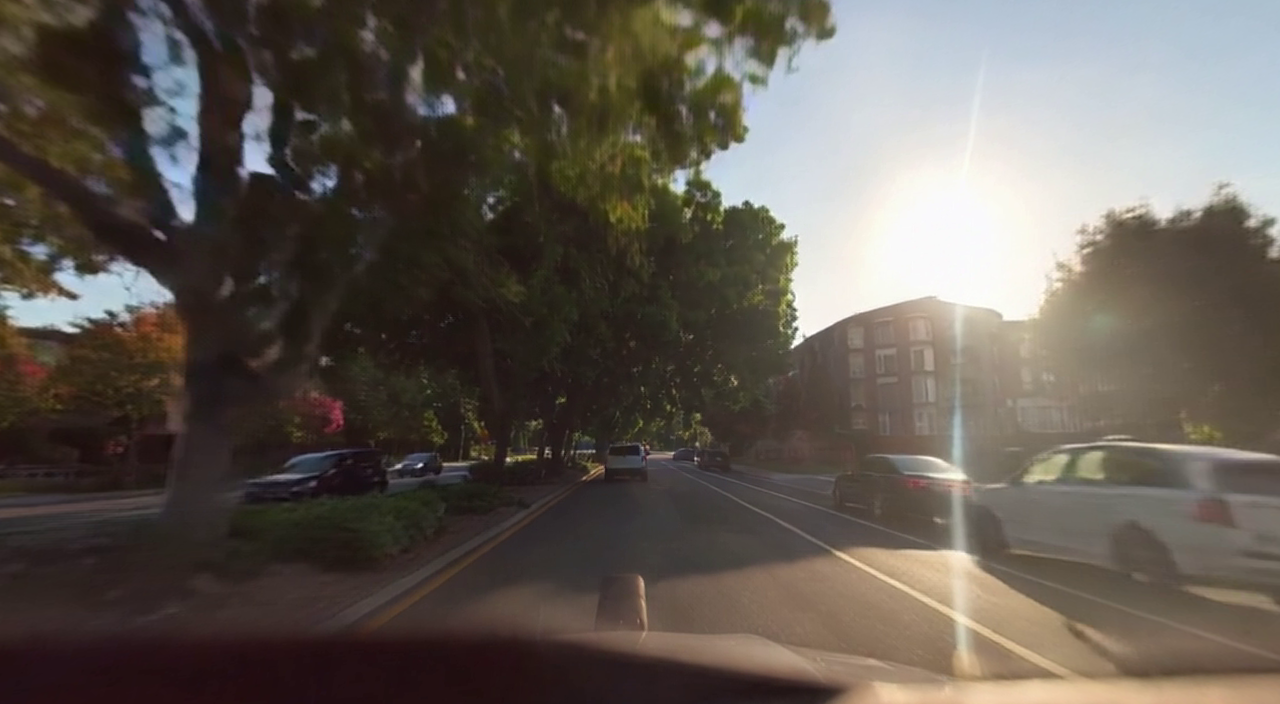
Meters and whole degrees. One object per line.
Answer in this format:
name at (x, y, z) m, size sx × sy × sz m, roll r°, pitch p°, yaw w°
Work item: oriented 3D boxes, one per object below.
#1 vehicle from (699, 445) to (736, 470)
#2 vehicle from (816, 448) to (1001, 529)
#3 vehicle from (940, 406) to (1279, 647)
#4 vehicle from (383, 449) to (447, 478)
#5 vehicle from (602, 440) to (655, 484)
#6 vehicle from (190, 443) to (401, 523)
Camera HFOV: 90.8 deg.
vehicle at (5.588, 7.633, 45.859) m, size 1.970 × 1.696 × 4.405 m, roll 0°, pitch -9°, yaw -2°
vehicle at (5.671, 2.905, 14.157) m, size 1.978 × 1.485 × 4.603 m, roll 0°, pitch -8°, yaw -2°
vehicle at (5.596, 1.654, 7.180) m, size 1.943 × 1.778 × 4.778 m, roll 0°, pitch -8°, yaw -1°
vehicle at (-12.404, 6.152, 35.109) m, size 1.890 × 1.473 × 4.419 m, roll 0°, pitch -8°, yaw 0°
vehicle at (-0.474, 4.598, 26.808) m, size 2.070 × 1.698 × 3.925 m, roll 0°, pitch -8°, yaw -1°
vehicle at (-7.408, 2.825, 14.355) m, size 2.105 × 1.474 × 4.808 m, roll 0°, pitch -8°, yaw 0°
